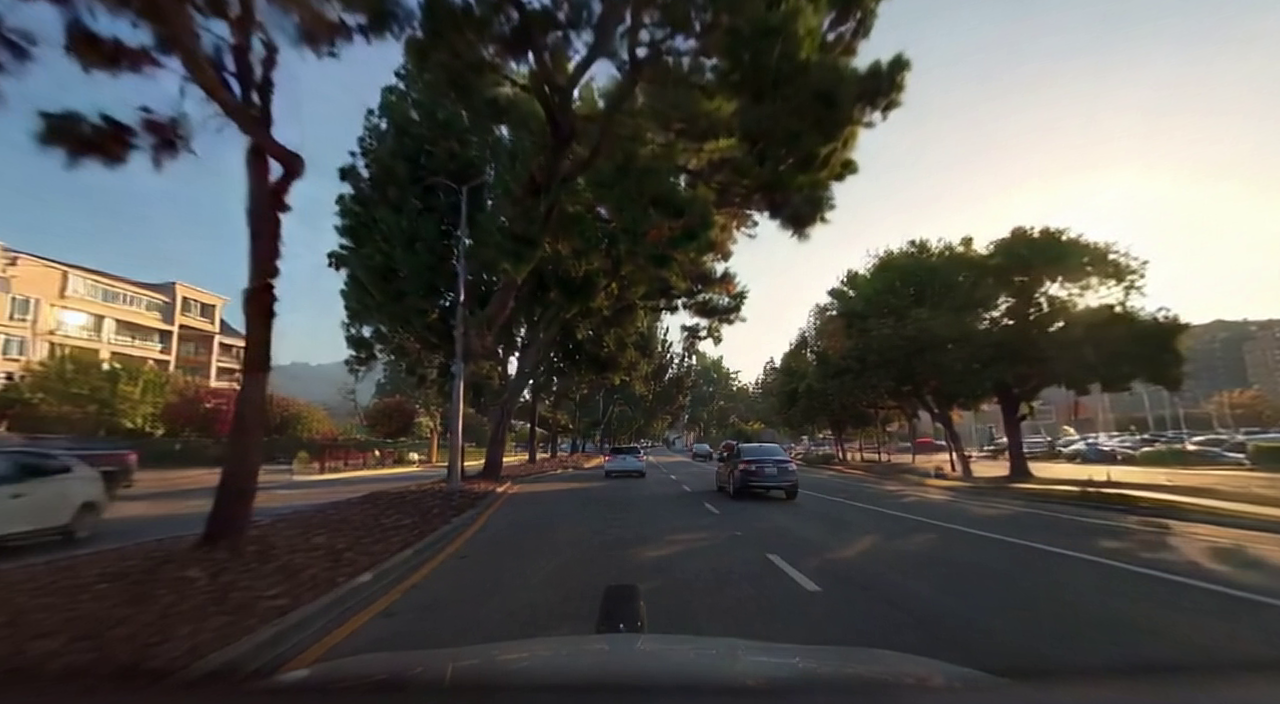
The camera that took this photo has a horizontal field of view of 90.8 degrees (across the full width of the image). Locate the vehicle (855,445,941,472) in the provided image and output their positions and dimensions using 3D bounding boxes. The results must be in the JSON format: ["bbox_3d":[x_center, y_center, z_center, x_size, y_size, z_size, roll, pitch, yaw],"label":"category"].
[{"bbox_3d":[16.415,6.781,40.306,4.517,1.491,2.056,-1,-8,-7],"label":"vehicle"}]

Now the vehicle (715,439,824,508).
[{"bbox_3d":[3.065,2.957,15.784,1.852,1.498,3.825,0,-9,-1],"label":"vehicle"}]

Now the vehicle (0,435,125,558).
[{"bbox_3d":[-8.871,1.765,7.655,1.849,1.506,4.060,0,-9,-1],"label":"vehicle"}]

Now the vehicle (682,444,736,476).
[{"bbox_3d":[3.323,5.307,31.332,2.098,1.456,4.372,0,-9,-1],"label":"vehicle"}]

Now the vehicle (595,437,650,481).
[{"bbox_3d":[-0.686,4.451,26.505,2.101,1.694,3.979,0,-9,0],"label":"vehicle"}]

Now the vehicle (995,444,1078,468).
[{"bbox_3d":[26.912,7.087,42.997,4.321,1.580,1.924,0,-10,-3],"label":"vehicle"}]
